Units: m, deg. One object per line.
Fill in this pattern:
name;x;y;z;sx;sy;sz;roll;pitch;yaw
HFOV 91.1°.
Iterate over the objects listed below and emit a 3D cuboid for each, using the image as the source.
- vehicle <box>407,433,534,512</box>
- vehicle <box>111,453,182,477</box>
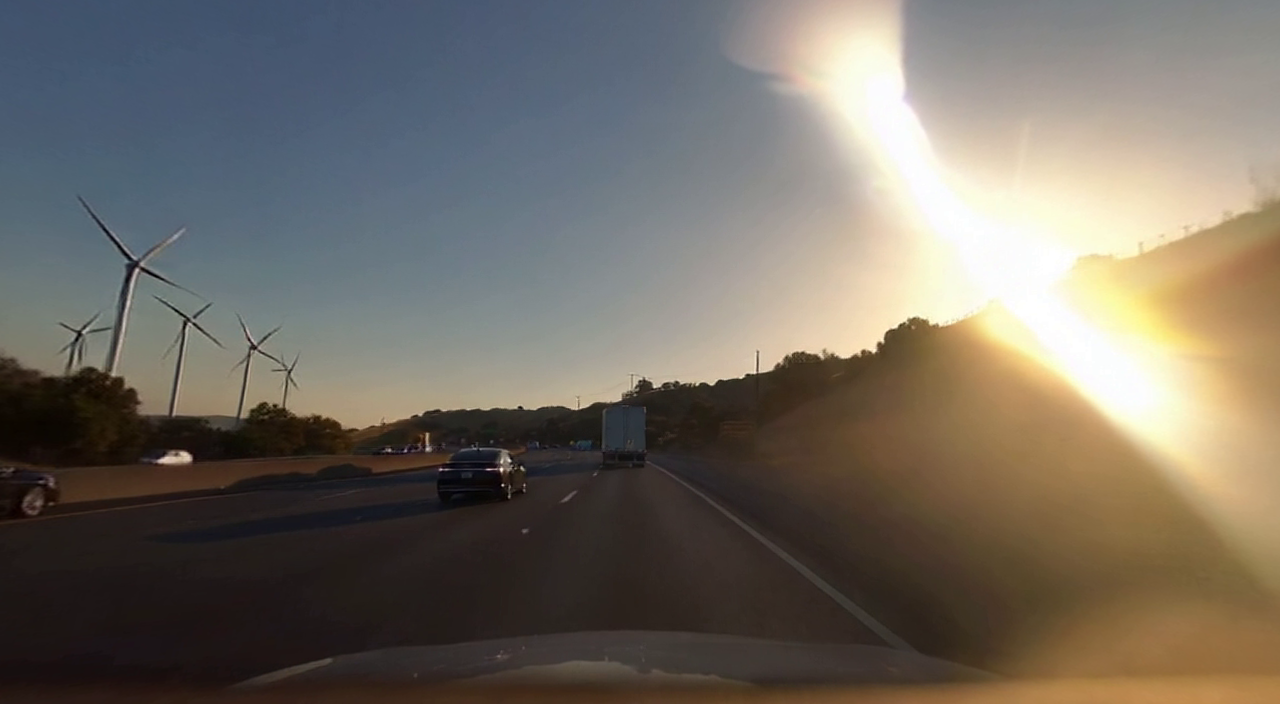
vehicle;-3.986;2.882;15.502;2.109;1.684;3.783;0;-8;0
vehicle;-33.460;7.663;42.704;1.772;1.429;3.913;0;-8;-3
